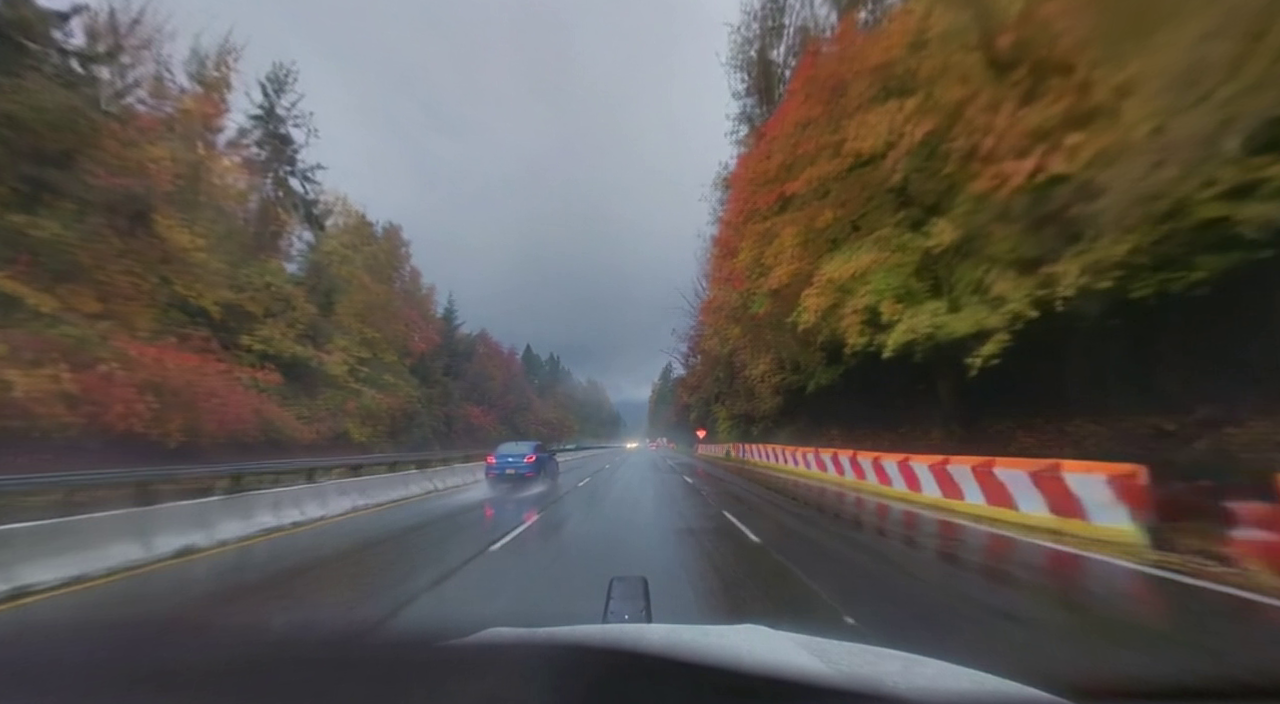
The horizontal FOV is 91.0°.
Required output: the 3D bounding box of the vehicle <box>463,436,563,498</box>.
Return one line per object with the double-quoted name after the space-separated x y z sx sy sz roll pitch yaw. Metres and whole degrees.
-3.374 3.136 17.532 1.902 1.505 4.016 0 -8 1 "vehicle"
